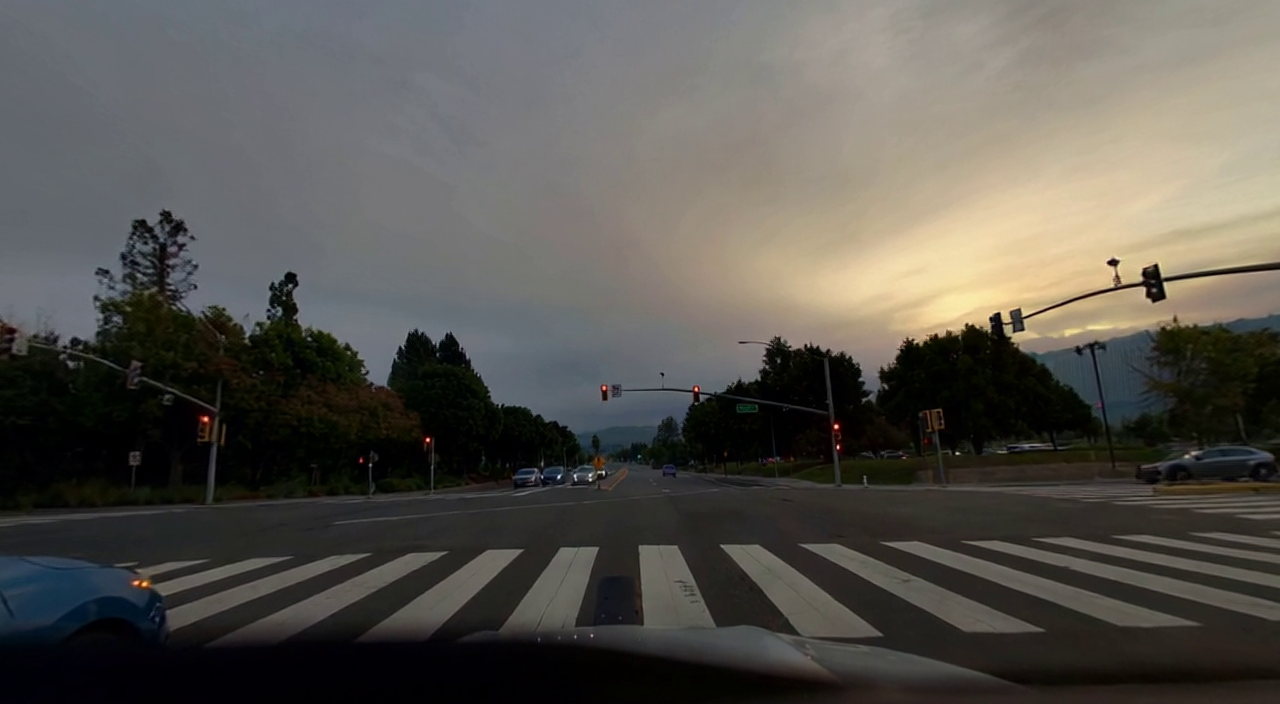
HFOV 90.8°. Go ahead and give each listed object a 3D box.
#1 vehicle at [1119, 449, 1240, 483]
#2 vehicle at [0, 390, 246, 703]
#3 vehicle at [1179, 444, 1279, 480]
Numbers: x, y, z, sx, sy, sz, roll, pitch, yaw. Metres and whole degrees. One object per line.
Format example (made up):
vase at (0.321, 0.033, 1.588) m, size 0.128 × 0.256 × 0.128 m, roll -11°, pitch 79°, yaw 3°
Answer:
vehicle at (25.102, 5.280, 29.490) m, size 4.123 × 1.469 × 1.790 m, roll 0°, pitch -8°, yaw -5°
vehicle at (-3.002, 0.776, 1.257) m, size 1.969 × 1.513 × 3.773 m, roll 0°, pitch -9°, yaw 0°
vehicle at (25.671, 4.611, 26.584) m, size 4.347 × 1.411 × 1.784 m, roll 0°, pitch -9°, yaw -3°
